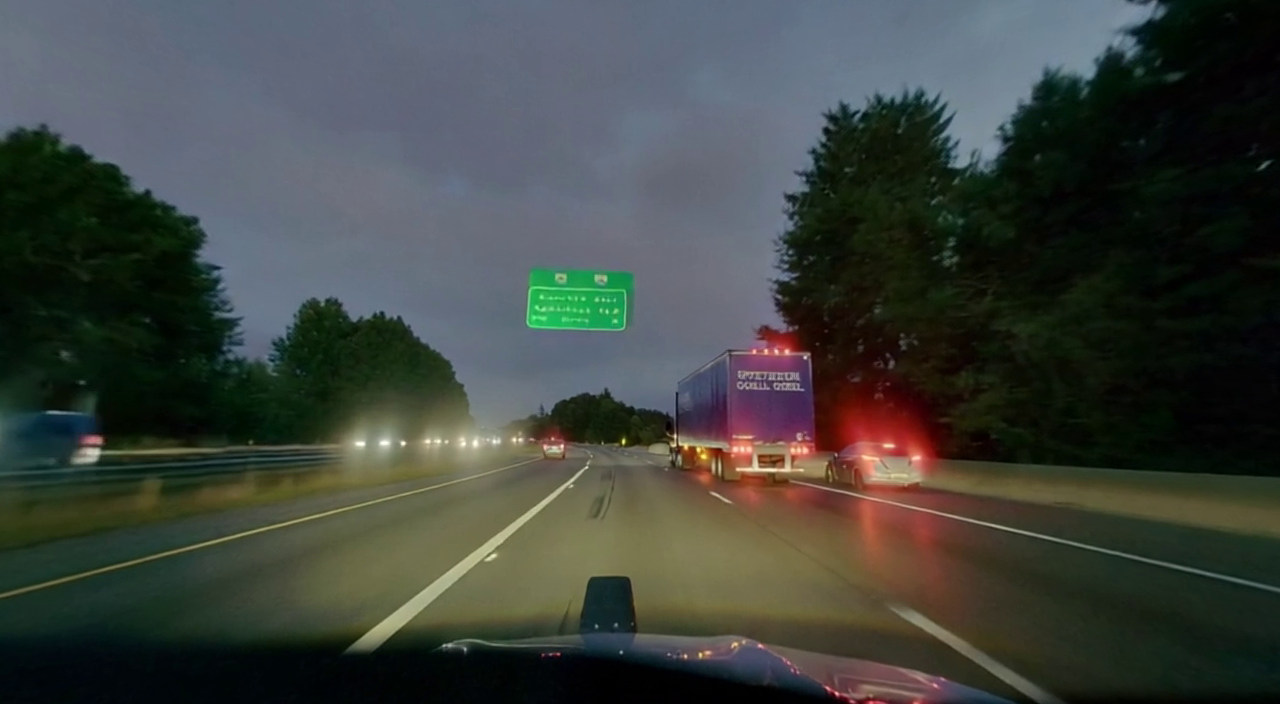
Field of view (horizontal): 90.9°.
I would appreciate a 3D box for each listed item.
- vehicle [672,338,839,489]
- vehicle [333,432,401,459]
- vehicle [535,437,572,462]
[{"bbox_3d":[3.487,2.619,24.184,2.910,4.051,14.278,0,-8,-3],"label":"vehicle"},{"bbox_3d":[-15.730,5.396,36.554,2.057,1.490,4.673,0,-8,-3],"label":"vehicle"},{"bbox_3d":[-5.600,6.348,41.225,2.030,1.547,3.862,0,-8,-3],"label":"vehicle"}]
